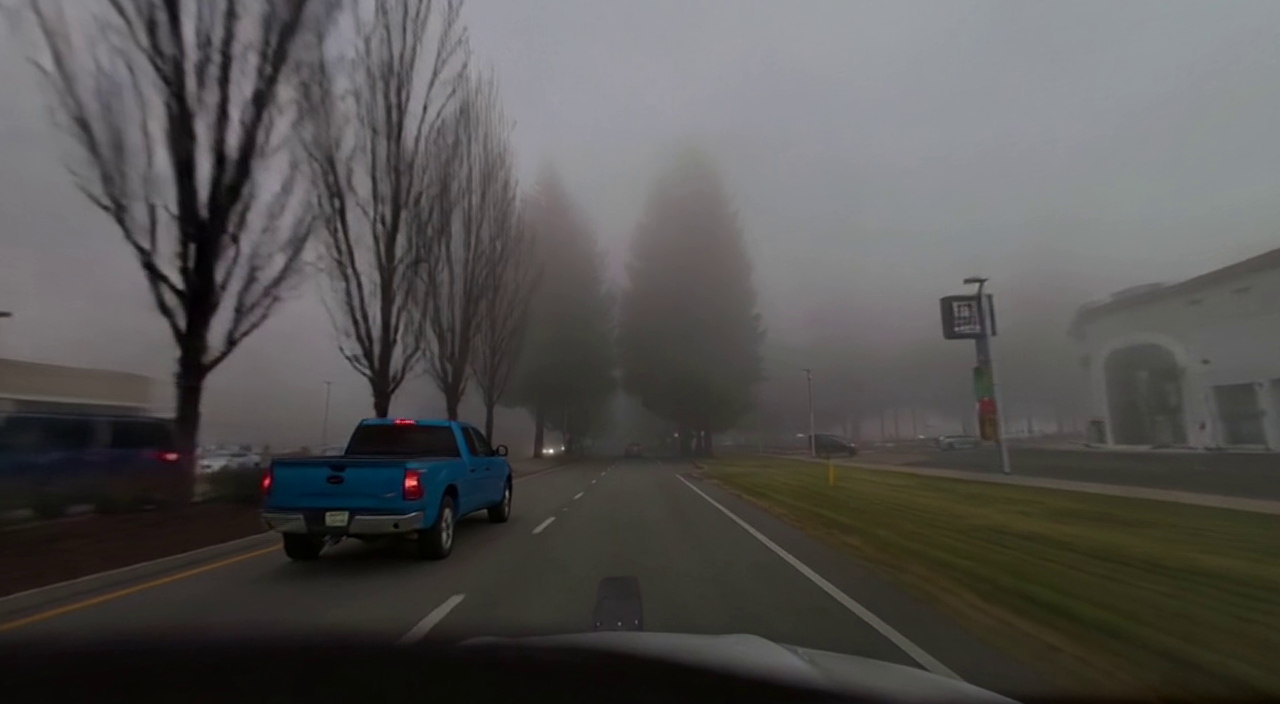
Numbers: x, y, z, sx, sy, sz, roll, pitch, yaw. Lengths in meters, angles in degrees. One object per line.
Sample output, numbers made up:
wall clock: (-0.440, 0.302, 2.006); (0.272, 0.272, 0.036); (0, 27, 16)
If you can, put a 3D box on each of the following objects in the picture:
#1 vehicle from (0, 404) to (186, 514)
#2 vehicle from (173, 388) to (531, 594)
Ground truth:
vehicle: (-14.371, 2.422, 14.444); (2.745, 2.191, 6.928); (0, -9, -1)
vehicle: (-2.988, 1.615, 8.268); (2.065, 1.790, 5.417); (0, -9, 1)
